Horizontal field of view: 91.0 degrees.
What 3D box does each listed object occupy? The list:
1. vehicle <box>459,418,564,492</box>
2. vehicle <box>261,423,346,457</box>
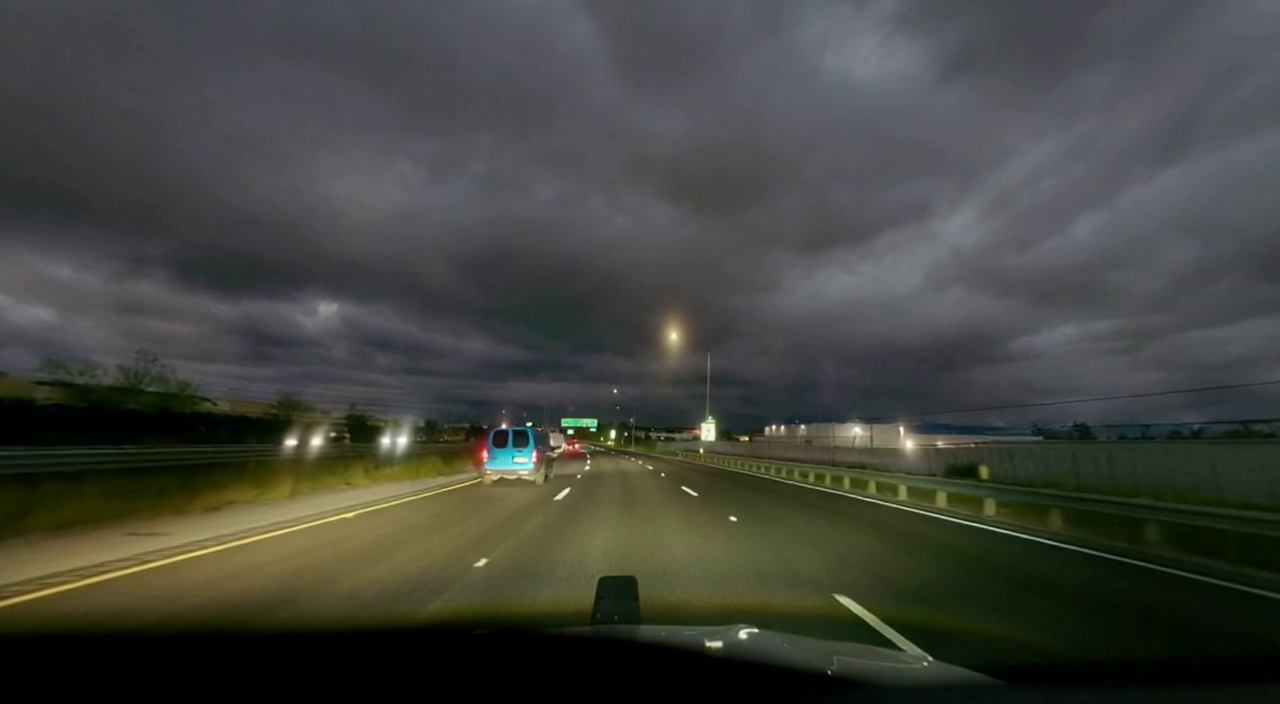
[{"bbox_3d":[-3.653,3.027,18.893,2.260,1.901,4.665,0,-8,-1],"label":"vehicle"},{"bbox_3d":[-16.575,4.384,31.297,1.752,1.504,4.652,0,-8,-2],"label":"vehicle"}]
